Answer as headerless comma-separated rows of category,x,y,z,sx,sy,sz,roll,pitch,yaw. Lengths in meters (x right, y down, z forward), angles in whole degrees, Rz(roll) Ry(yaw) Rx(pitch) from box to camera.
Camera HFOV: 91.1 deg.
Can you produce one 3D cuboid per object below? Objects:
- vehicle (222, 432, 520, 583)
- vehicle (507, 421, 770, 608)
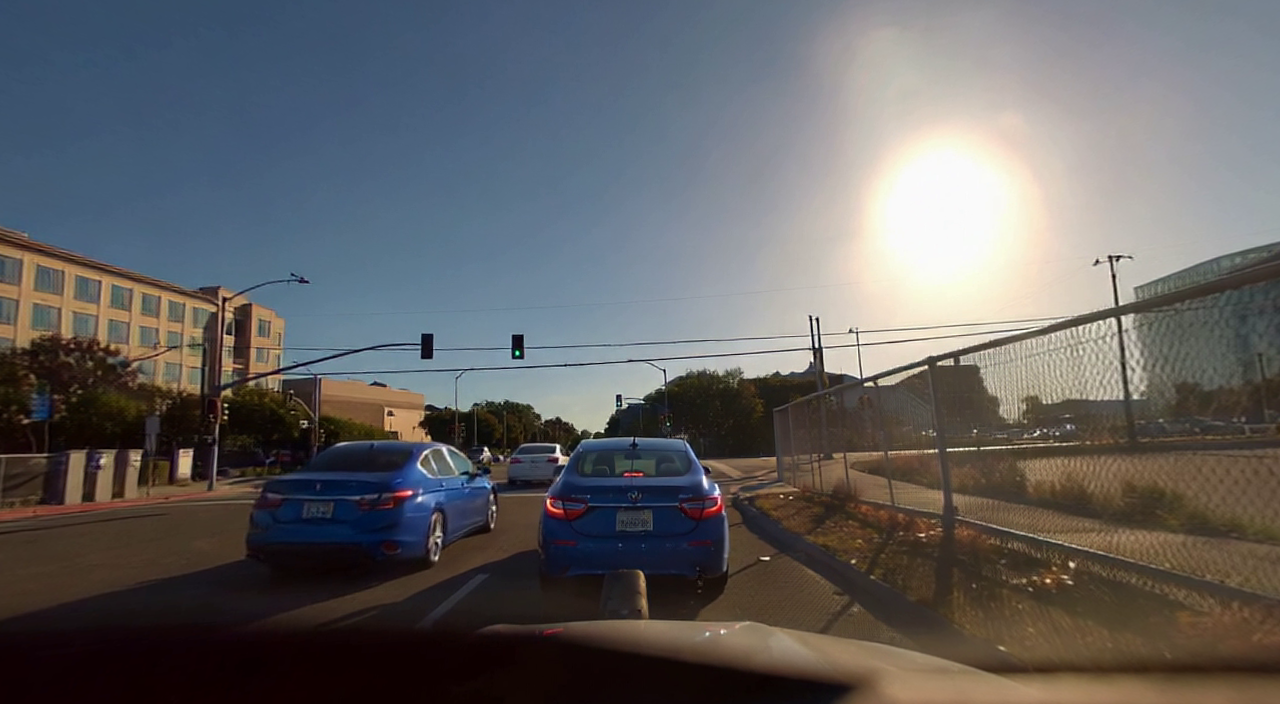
vehicle,-3.144,1.904,8.627,1.971,1.488,4.581,0,-9,1
vehicle,-0.019,1.643,7.245,2.144,1.514,4.063,0,-9,0
